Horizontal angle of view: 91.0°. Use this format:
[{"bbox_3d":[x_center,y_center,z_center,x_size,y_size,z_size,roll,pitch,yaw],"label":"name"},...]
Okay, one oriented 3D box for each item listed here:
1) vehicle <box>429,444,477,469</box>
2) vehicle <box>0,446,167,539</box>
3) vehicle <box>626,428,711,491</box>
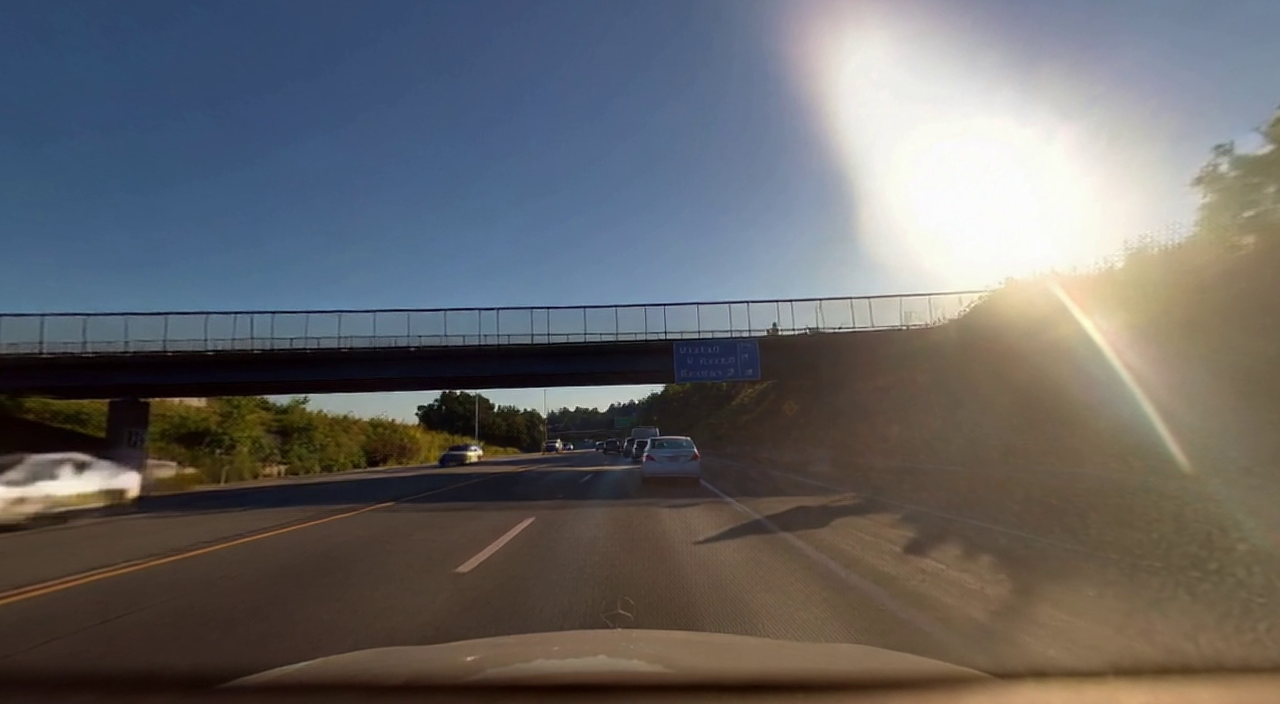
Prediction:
[{"bbox_3d":[-12.069,6.720,40.872,1.943,1.495,3.933,-1,-8,0],"label":"vehicle"},{"bbox_3d":[-11.385,2.504,11.608,1.925,1.458,4.438,0,-8,-1],"label":"vehicle"},{"bbox_3d":[0.717,3.145,18.793,2.092,1.636,4.024,0,-8,-4],"label":"vehicle"}]
